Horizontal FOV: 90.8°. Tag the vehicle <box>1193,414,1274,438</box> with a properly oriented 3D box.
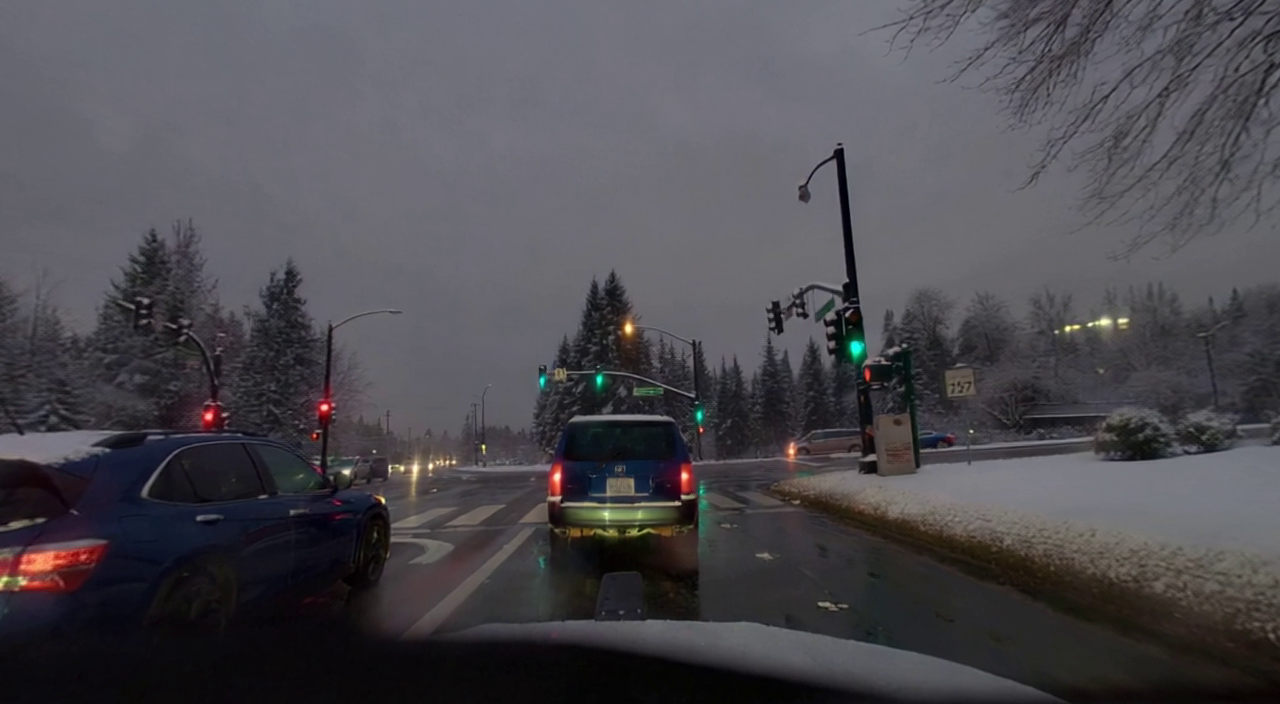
[{"bbox_3d":[39.182,4.889,41.703,4.509,1.487,1.915,3,-9,-19],"label":"vehicle"}]

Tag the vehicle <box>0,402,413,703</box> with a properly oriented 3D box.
[{"bbox_3d":[-3.378,1.263,4.563,2.011,1.527,4.008,0,-8,-1],"label":"vehicle"}]

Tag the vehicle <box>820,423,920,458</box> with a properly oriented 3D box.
[{"bbox_3d":[12.741,4.907,35.060,4.872,1.806,2.107,3,-9,-19],"label":"vehicle"}]

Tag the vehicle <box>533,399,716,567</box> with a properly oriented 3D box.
[{"bbox_3d":[-0.179,1.791,9.335,2.059,1.877,4.249,0,-8,0],"label":"vehicle"}]

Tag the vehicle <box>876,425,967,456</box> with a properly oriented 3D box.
[{"bbox_3d":[14.487,4.565,32.556,3.830,1.545,2.006,3,-9,-19],"label":"vehicle"}]
